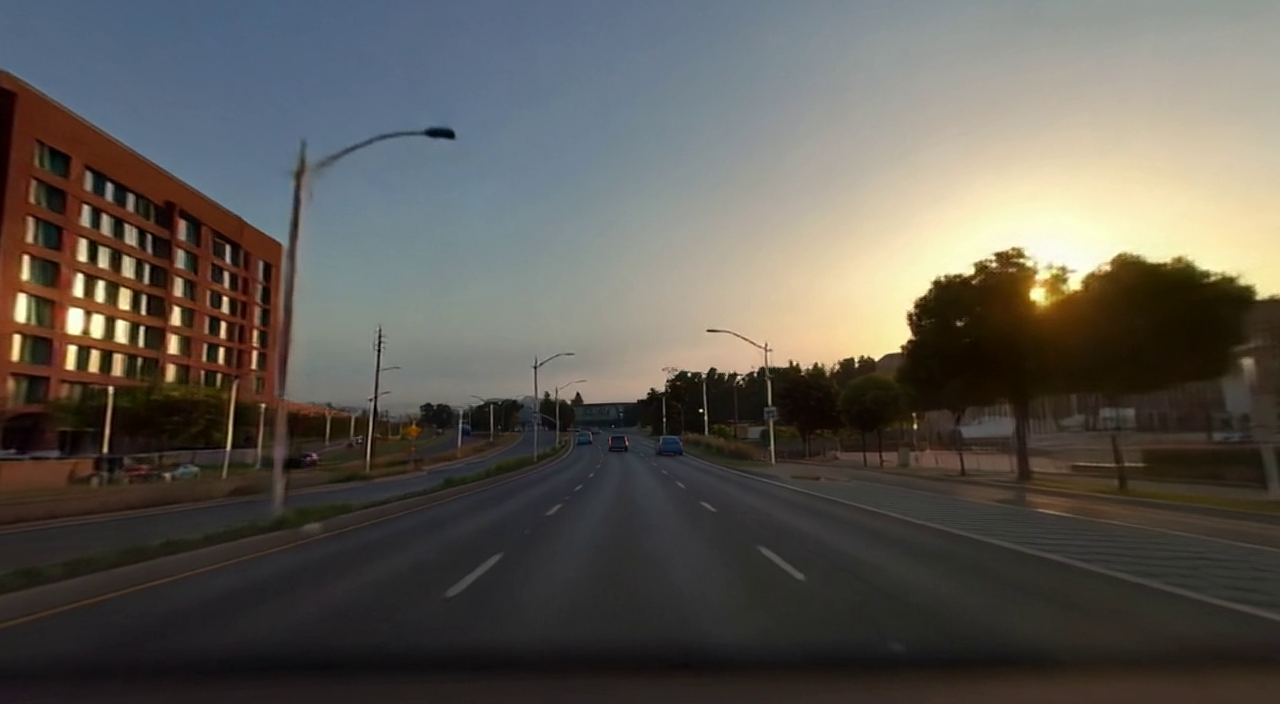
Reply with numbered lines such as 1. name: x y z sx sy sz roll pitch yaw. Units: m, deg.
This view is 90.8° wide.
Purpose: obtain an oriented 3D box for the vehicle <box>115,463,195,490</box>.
1. vehicle: -29.965 7.713 39.207 1.732 1.427 4.059 -1 -8 0

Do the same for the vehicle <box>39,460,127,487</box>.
1. vehicle: -35.197 7.649 40.048 3.762 1.498 1.983 4 -10 -29

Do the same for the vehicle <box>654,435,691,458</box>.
1. vehicle: 2.189 6.512 43.566 2.090 1.506 4.382 0 -8 -3
